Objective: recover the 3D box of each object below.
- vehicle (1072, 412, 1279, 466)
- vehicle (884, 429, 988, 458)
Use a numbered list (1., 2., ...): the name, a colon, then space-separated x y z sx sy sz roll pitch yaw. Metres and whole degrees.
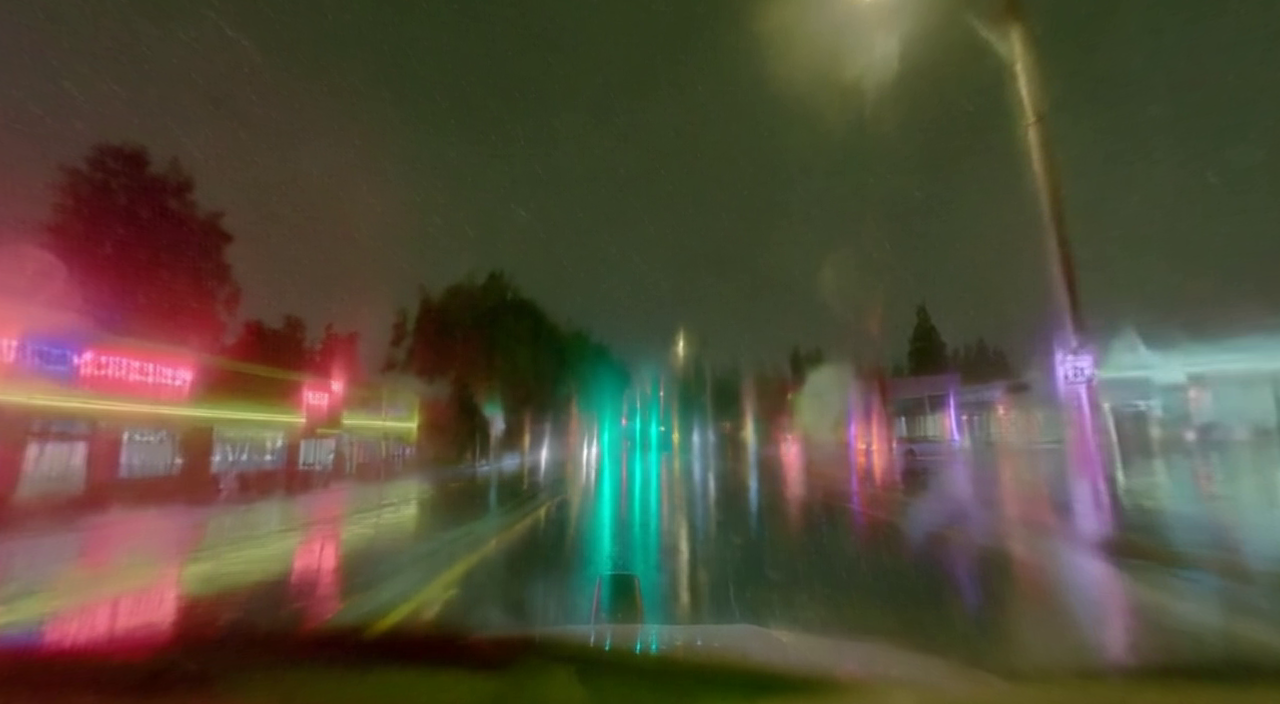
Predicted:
1. vehicle: 16.624 2.700 19.354 5.124 1.541 2.070 0 -9 -1
2. vehicle: 16.222 5.037 34.685 4.701 1.500 2.050 0 -8 0
